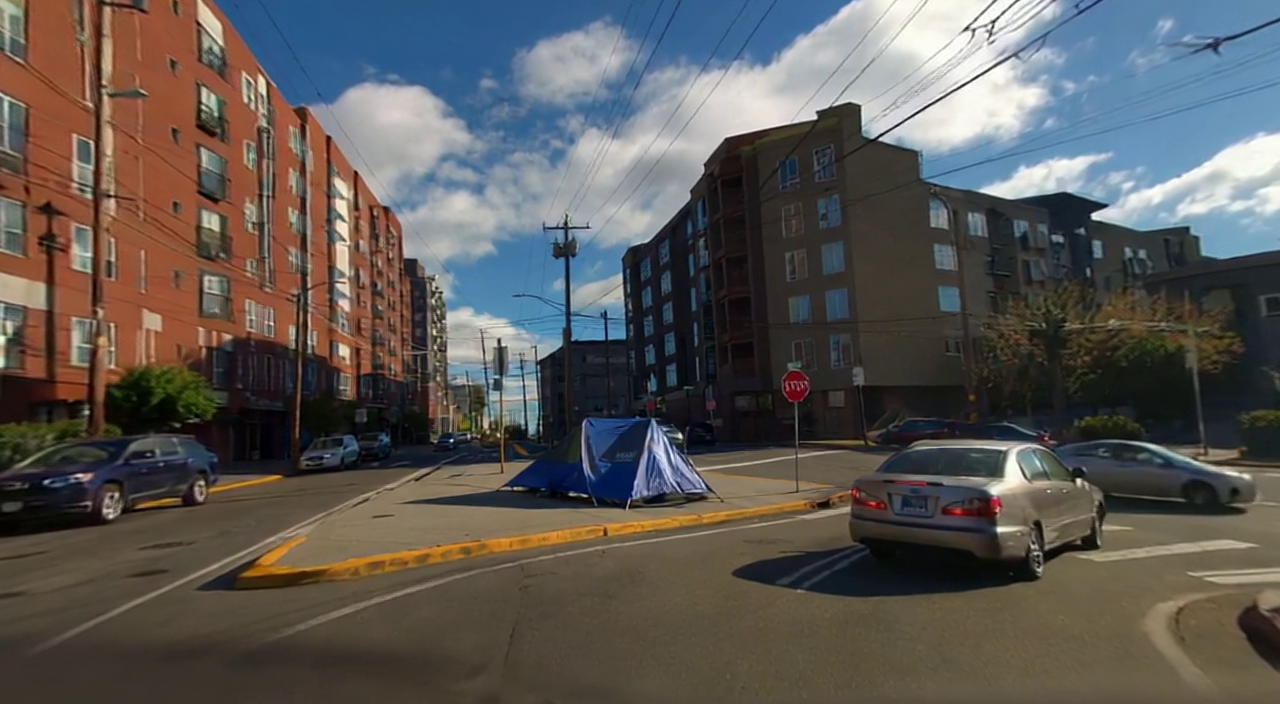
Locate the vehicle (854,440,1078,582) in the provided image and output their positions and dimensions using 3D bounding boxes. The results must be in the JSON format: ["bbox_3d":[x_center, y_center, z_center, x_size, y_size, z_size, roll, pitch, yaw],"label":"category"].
[{"bbox_3d":[5.175,2.215,9.771,1.945,1.647,4.160,-8,-11,42],"label":"vehicle"}]

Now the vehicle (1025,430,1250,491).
[{"bbox_3d":[14.057,3.052,18.138,1.904,1.498,4.642,6,-10,-38],"label":"vehicle"}]

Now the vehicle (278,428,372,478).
[{"bbox_3d":[-12.898,4.151,26.284,2.054,1.800,5.212,1,-8,-10],"label":"vehicle"}]

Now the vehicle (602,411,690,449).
[{"bbox_3d":[0.236,4.512,36.170,2.152,1.970,5.506,5,-10,-35],"label":"vehicle"}]

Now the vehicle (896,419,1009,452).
[{"bbox_3d":[14.921,4.043,30.367,1.790,1.468,4.422,6,-10,-38],"label":"vehicle"}]

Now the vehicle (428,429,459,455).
[{"bbox_3d":[-14.364,6.538,46.038,1.987,1.686,3.971,0,-8,-19],"label":"vehicle"}]

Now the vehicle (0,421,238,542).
[{"bbox_3d":[-10.068,2.333,12.179,1.934,1.798,5.317,1,-8,-10],"label":"vehicle"}]
